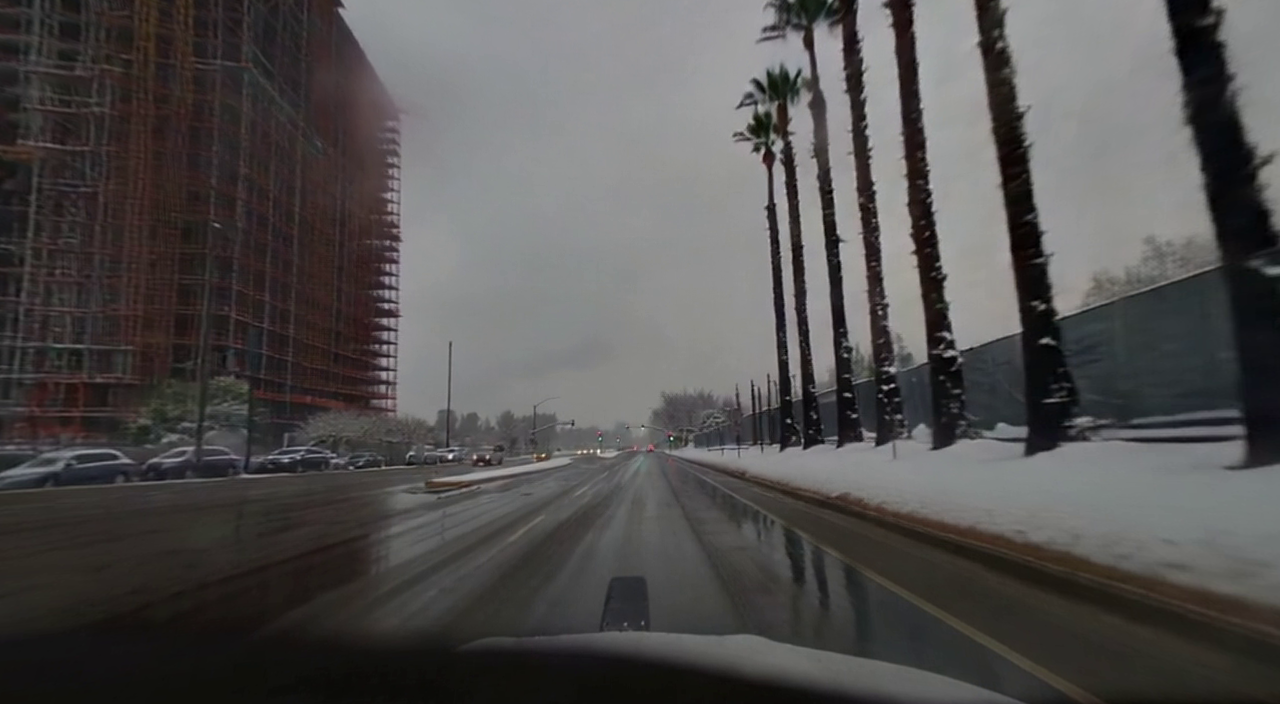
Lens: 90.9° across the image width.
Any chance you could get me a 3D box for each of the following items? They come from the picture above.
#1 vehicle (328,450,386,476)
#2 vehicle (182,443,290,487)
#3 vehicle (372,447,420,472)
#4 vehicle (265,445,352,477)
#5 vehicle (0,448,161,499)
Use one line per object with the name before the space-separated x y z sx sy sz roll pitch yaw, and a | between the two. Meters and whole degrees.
vehicle | -19.148 7.530 42.927 1.836 1.418 4.956 -2 -7 -2
vehicle | -19.457 5.421 30.678 2.105 1.805 4.641 -3 -8 2
vehicle | -19.117 8.401 49.590 1.985 1.625 4.749 -2 -7 0
vehicle | -19.426 6.389 37.247 2.378 1.783 4.912 0 -8 0
vehicle | -21.340 4.496 23.826 2.050 1.686 4.593 -4 -9 25
